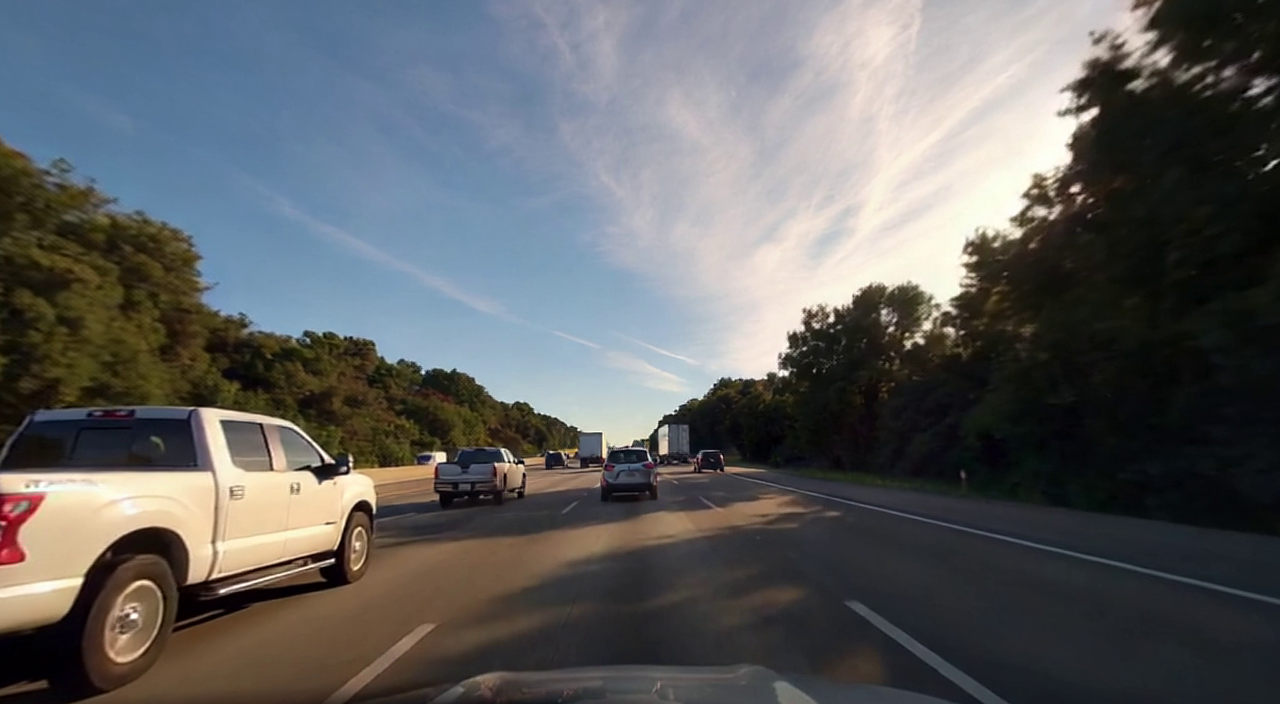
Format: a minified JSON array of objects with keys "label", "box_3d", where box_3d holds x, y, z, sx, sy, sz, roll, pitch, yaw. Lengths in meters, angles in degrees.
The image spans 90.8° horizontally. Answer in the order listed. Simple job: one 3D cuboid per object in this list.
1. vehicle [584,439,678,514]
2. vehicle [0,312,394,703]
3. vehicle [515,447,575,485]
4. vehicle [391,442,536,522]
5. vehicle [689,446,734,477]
[{"label":"vehicle","box_3d":[-0.207,2.922,15.200,1.996,1.574,3.426,0,-9,0]},{"label":"vehicle","box_3d":[-3.886,1.070,4.532,2.243,1.889,4.949,0,-9,0]},{"label":"vehicle","box_3d":[-3.965,4.846,27.054,1.999,1.484,4.269,0,-9,-1]},{"label":"vehicle","box_3d":[-3.733,2.824,14.281,1.988,1.501,4.438,0,-9,0]},{"label":"vehicle","box_3d":[3.716,5.772,33.388,1.858,1.537,3.838,0,-9,-2]}]
